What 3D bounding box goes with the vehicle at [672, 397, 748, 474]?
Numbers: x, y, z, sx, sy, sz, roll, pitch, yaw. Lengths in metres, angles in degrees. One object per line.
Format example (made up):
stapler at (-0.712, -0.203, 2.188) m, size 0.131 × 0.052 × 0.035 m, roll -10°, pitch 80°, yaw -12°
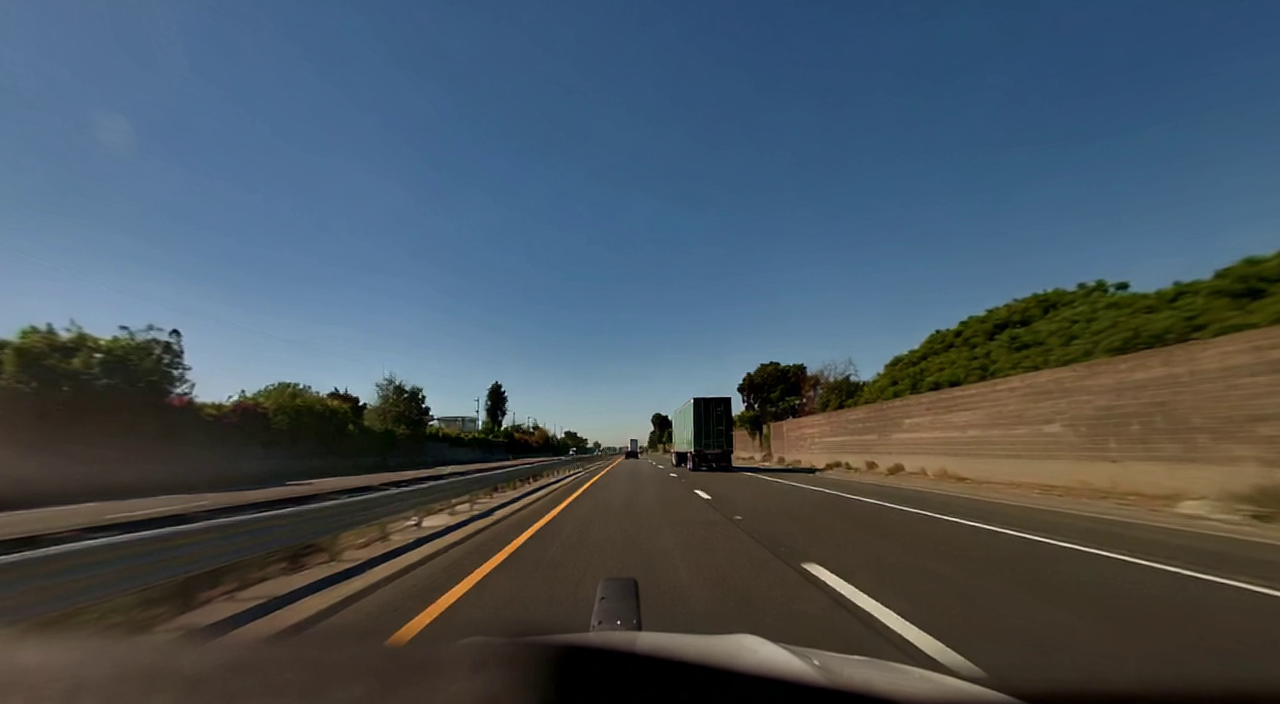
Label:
vehicle at (3.927, 5.368, 39.187) m, size 2.922 × 3.905 × 14.151 m, roll 0°, pitch -9°, yaw -1°
